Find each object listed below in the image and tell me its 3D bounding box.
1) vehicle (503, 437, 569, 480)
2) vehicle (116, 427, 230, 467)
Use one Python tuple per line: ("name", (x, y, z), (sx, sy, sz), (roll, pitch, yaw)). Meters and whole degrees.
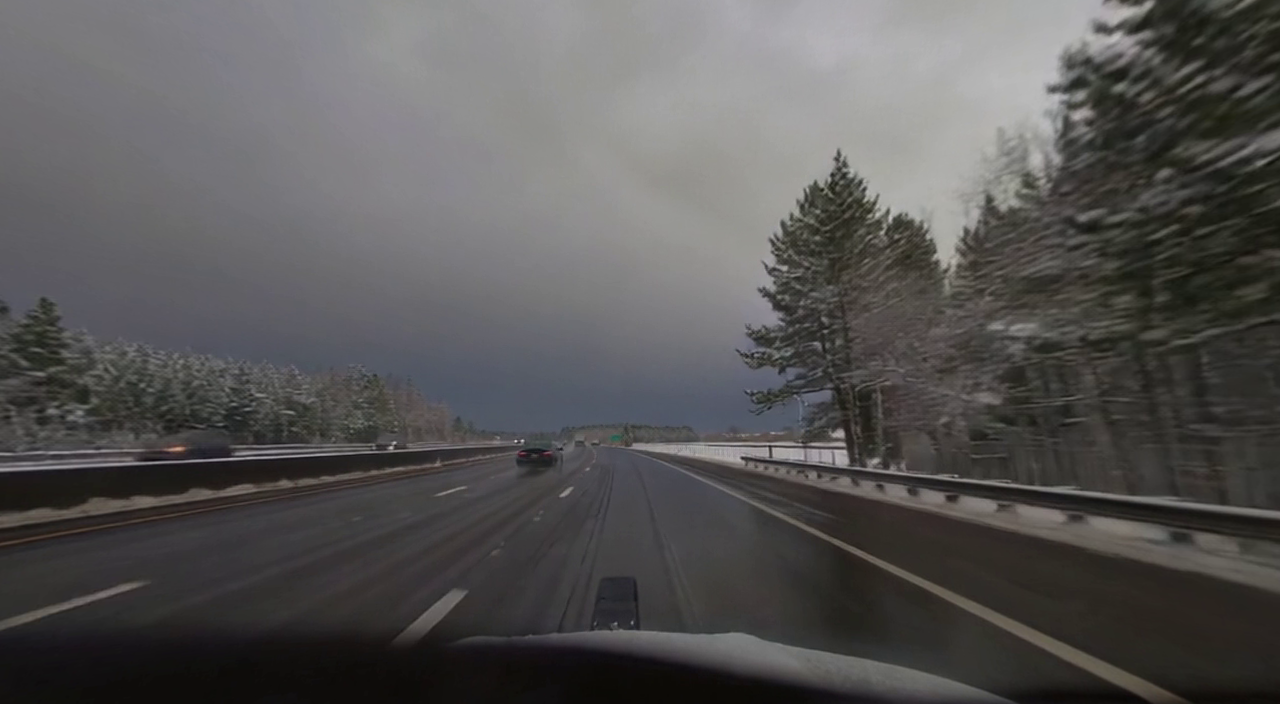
("vehicle", (-4.034, 4.184, 25.127), (2.053, 1.549, 4.097), (0, -8, -1))
("vehicle", (-20.111, 4.112, 27.351), (1.804, 1.552, 4.248), (0, -8, -2))
